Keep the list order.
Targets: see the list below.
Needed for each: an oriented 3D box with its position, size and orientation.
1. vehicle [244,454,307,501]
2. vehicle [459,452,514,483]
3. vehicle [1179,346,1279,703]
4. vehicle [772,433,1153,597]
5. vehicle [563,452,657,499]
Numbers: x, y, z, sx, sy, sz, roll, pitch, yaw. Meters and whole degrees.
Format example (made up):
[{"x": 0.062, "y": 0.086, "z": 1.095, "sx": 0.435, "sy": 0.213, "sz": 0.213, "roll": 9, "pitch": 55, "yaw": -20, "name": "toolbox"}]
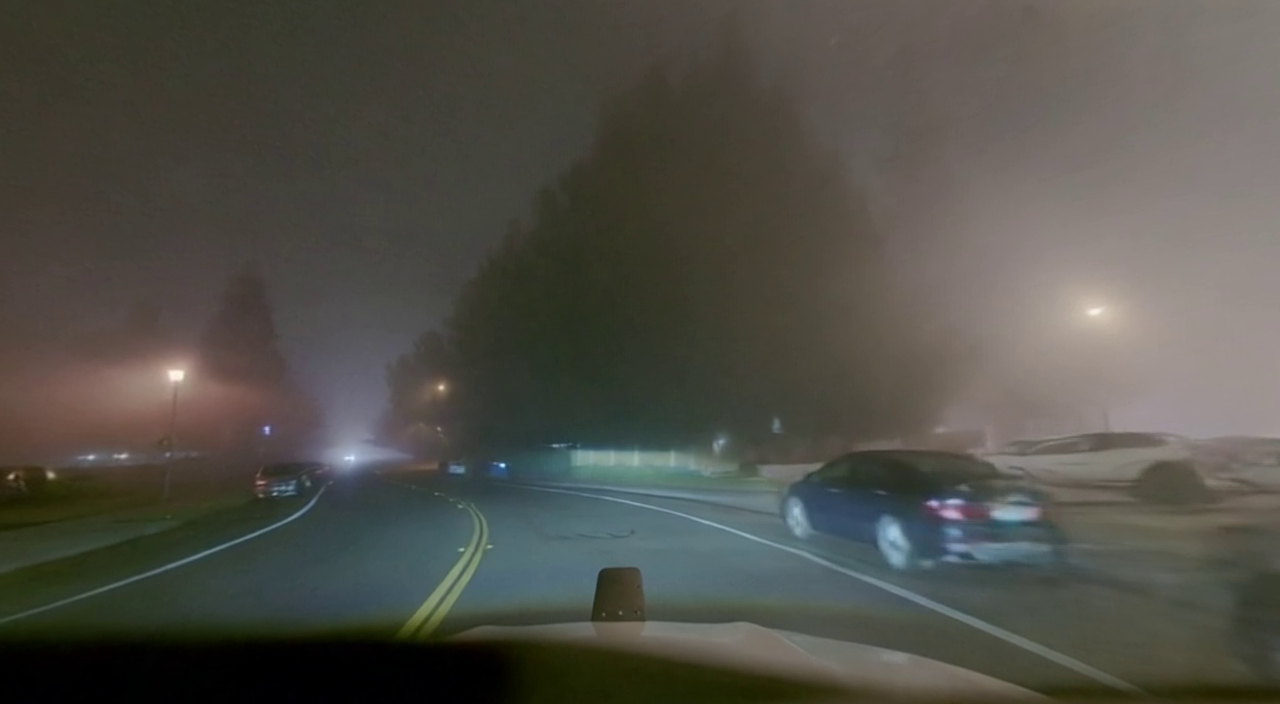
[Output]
[{"x": -16.655, "y": 5.755, "z": 29.121, "sx": 2.171, "sy": 1.838, "sz": 5.344, "roll": 1, "pitch": -10, "yaw": -27, "name": "vehicle"}, {"x": -10.308, "y": 7.635, "z": 42.097, "sx": 2.255, "sy": 1.863, "sz": 5.629, "roll": 4, "pitch": -10, "yaw": -26, "name": "vehicle"}, {"x": 4.265, "y": 0.551, "z": 1.059, "sx": 2.289, "sy": 1.785, "sz": 4.944, "roll": 0, "pitch": -9, "yaw": 0, "name": "vehicle"}, {"x": 3.621, "y": 1.905, "z": 8.376, "sx": 2.066, "sy": 1.509, "sz": 4.579, "roll": 1, "pitch": -9, "yaw": -10, "name": "vehicle"}, {"x": -1.216, "y": 4.391, "z": 22.935, "sx": 1.884, "sy": 1.508, "sz": 4.713, "roll": 4, "pitch": -10, "yaw": -23, "name": "vehicle"}]
